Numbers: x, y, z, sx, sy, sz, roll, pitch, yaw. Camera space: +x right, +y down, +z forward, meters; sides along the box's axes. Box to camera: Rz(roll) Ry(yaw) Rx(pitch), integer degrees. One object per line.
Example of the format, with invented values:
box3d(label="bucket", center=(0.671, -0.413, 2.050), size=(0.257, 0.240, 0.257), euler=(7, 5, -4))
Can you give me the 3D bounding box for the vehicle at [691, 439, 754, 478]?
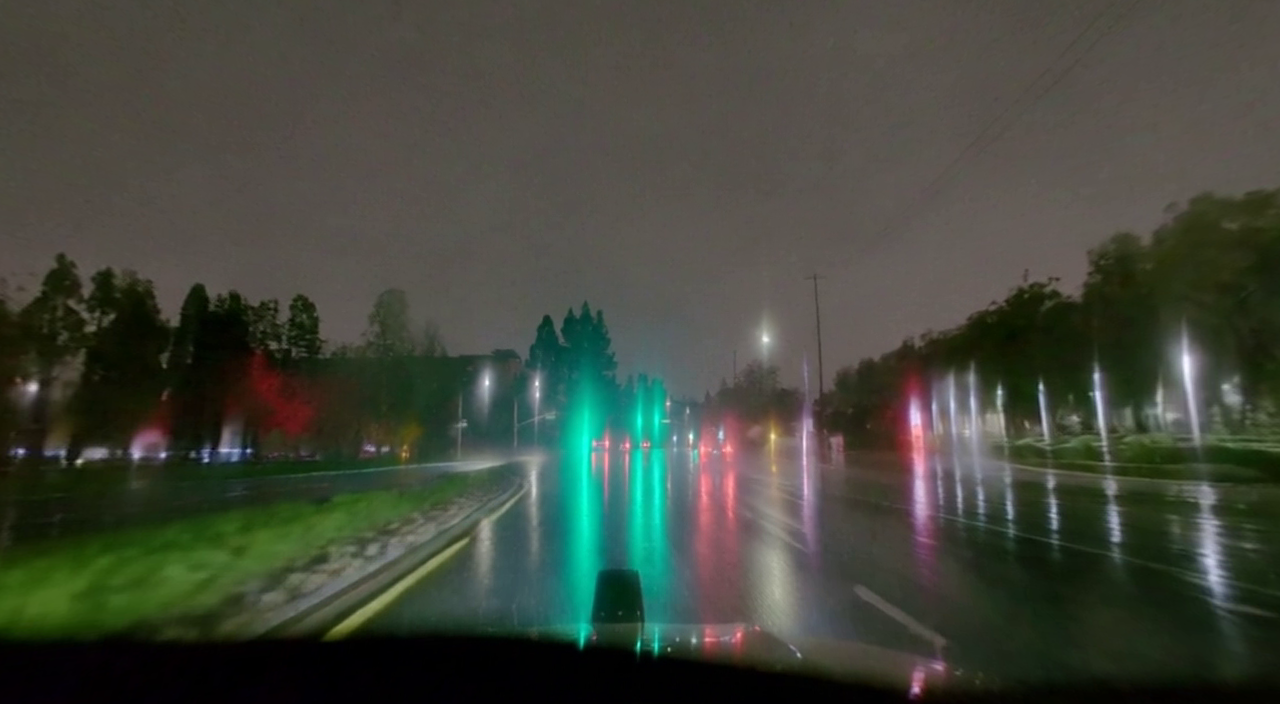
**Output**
box3d(label="vehicle", center=(3.332, 4.410, 26.421), size=(1.948, 1.479, 4.620), euler=(0, -8, -1))
